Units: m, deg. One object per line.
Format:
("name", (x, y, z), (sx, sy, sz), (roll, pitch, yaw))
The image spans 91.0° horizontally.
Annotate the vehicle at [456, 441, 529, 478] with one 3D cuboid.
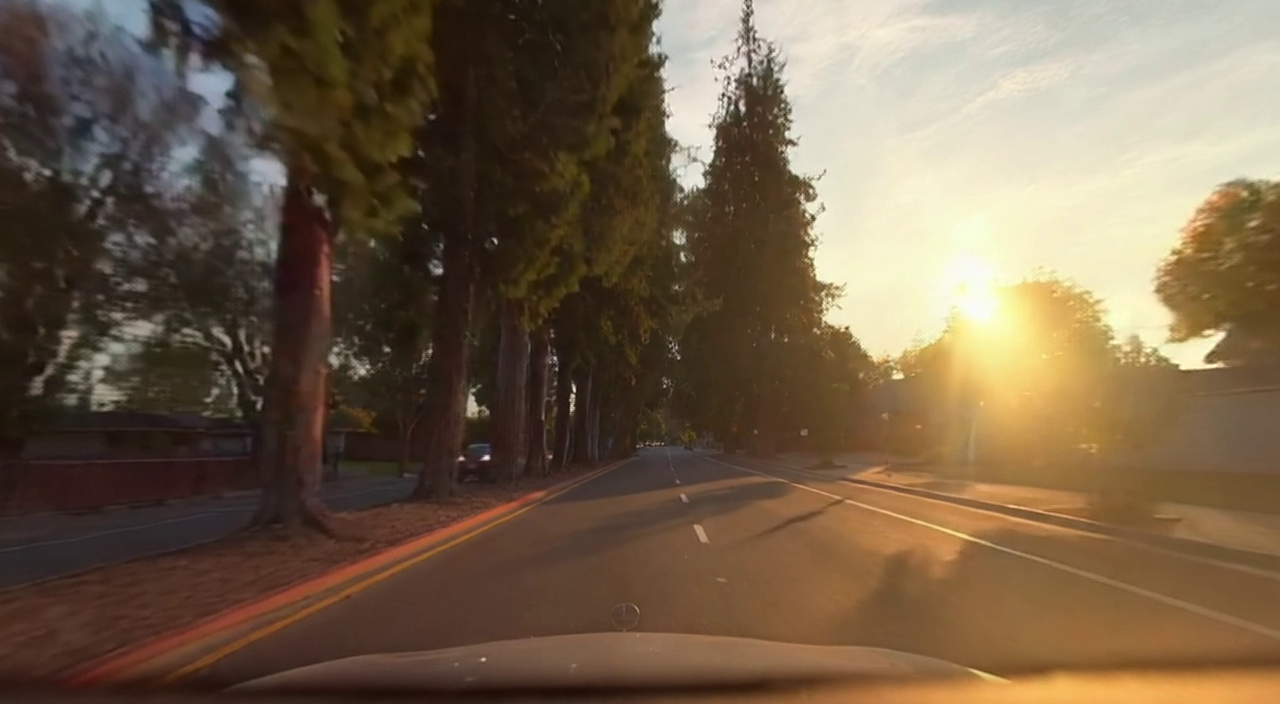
("vehicle", (-6.741, 4.940, 29.305), (2.000, 1.570, 4.808), (0, -8, 3))
